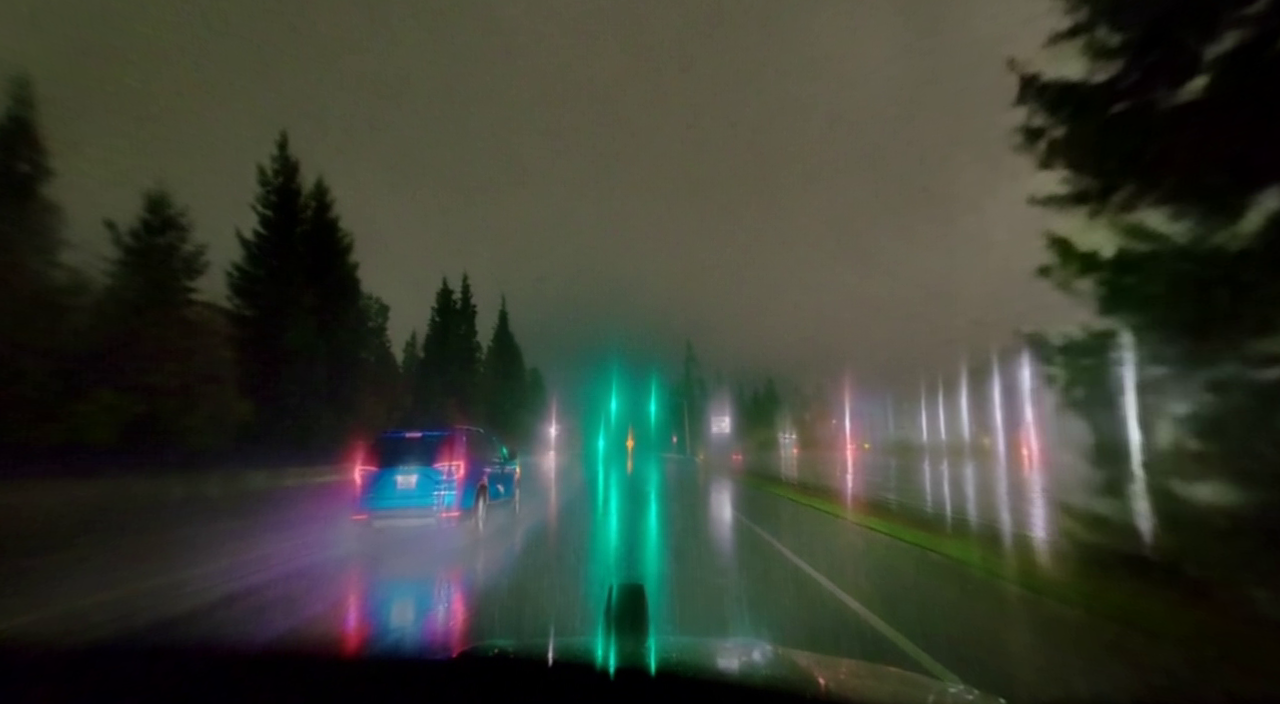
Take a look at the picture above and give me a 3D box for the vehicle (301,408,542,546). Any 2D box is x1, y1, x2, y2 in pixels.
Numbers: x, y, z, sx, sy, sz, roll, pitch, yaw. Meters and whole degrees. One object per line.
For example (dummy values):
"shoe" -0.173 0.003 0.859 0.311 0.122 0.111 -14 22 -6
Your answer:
"vehicle" -3.378 2.075 11.157 2.336 1.857 4.986 0 -8 2
